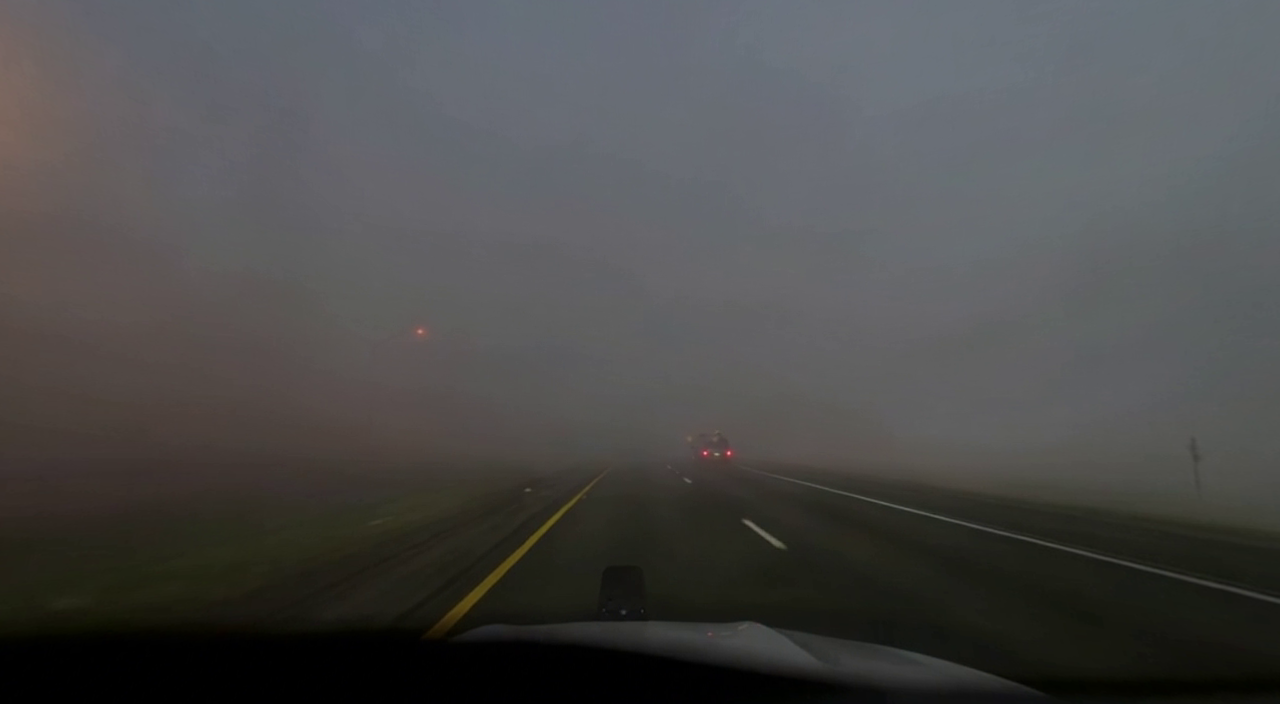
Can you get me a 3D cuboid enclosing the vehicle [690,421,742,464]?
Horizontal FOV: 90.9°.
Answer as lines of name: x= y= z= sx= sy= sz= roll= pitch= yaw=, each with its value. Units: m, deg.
vehicle: x=4.641 y=5.728 z=39.760 sx=2.430 sy=2.495 sz=6.062 roll=0 pitch=-8 yaw=-1
